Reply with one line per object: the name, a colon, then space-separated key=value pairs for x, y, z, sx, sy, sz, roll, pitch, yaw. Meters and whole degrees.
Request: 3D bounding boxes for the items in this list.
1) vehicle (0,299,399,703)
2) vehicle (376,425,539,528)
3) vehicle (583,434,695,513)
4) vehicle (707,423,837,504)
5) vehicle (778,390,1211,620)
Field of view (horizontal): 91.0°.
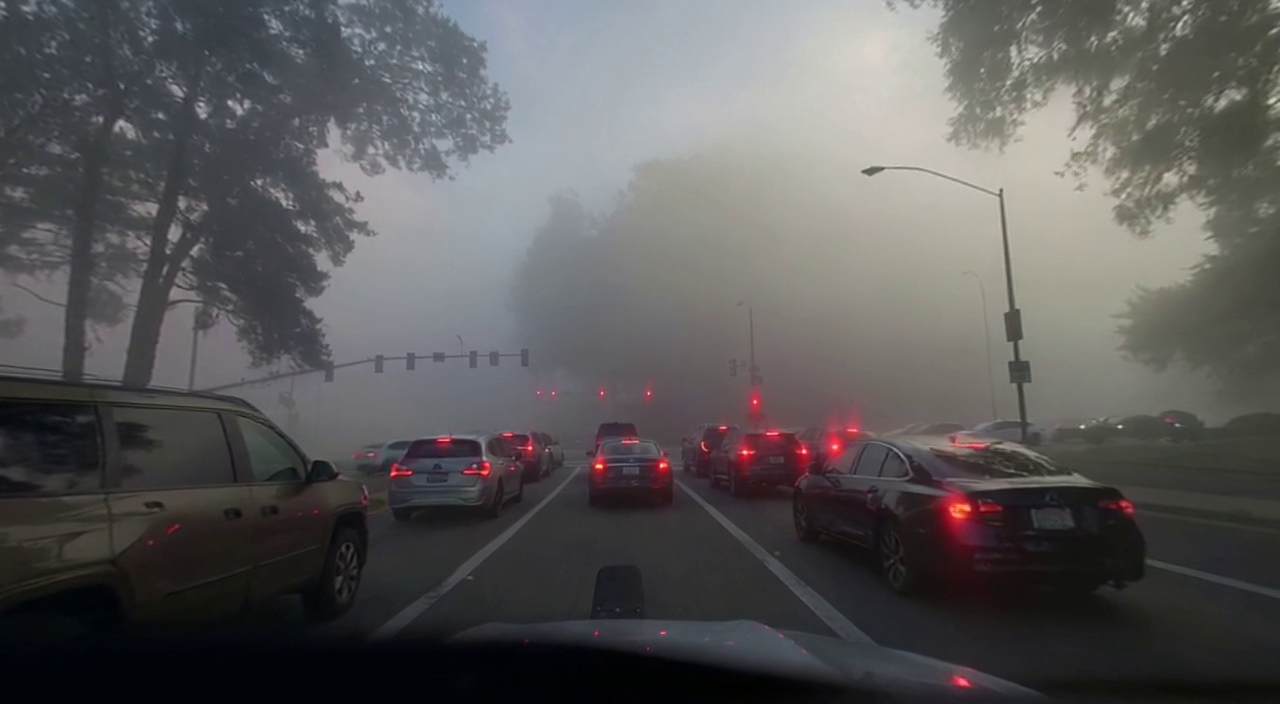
vehicle: x=-3.257 y=0.915 z=3.523 sx=2.079 sy=1.756 sz=4.676 roll=0 pitch=-8 yaw=-2
vehicle: x=-3.135 y=2.219 z=11.844 sx=1.896 sy=1.546 sz=4.378 roll=0 pitch=-8 yaw=-2
vehicle: x=-0.088 y=2.540 z=13.642 sx=2.076 sy=1.438 sz=3.770 roll=0 pitch=-8 yaw=-2
vehicle: x=2.978 y=2.634 z=15.234 sx=2.106 sy=1.667 sz=4.101 roll=0 pitch=-8 yaw=-2
vehicle: x=3.128 y=1.446 z=6.924 sx=2.074 sy=1.685 sz=4.387 roll=0 pitch=-8 yaw=-2
